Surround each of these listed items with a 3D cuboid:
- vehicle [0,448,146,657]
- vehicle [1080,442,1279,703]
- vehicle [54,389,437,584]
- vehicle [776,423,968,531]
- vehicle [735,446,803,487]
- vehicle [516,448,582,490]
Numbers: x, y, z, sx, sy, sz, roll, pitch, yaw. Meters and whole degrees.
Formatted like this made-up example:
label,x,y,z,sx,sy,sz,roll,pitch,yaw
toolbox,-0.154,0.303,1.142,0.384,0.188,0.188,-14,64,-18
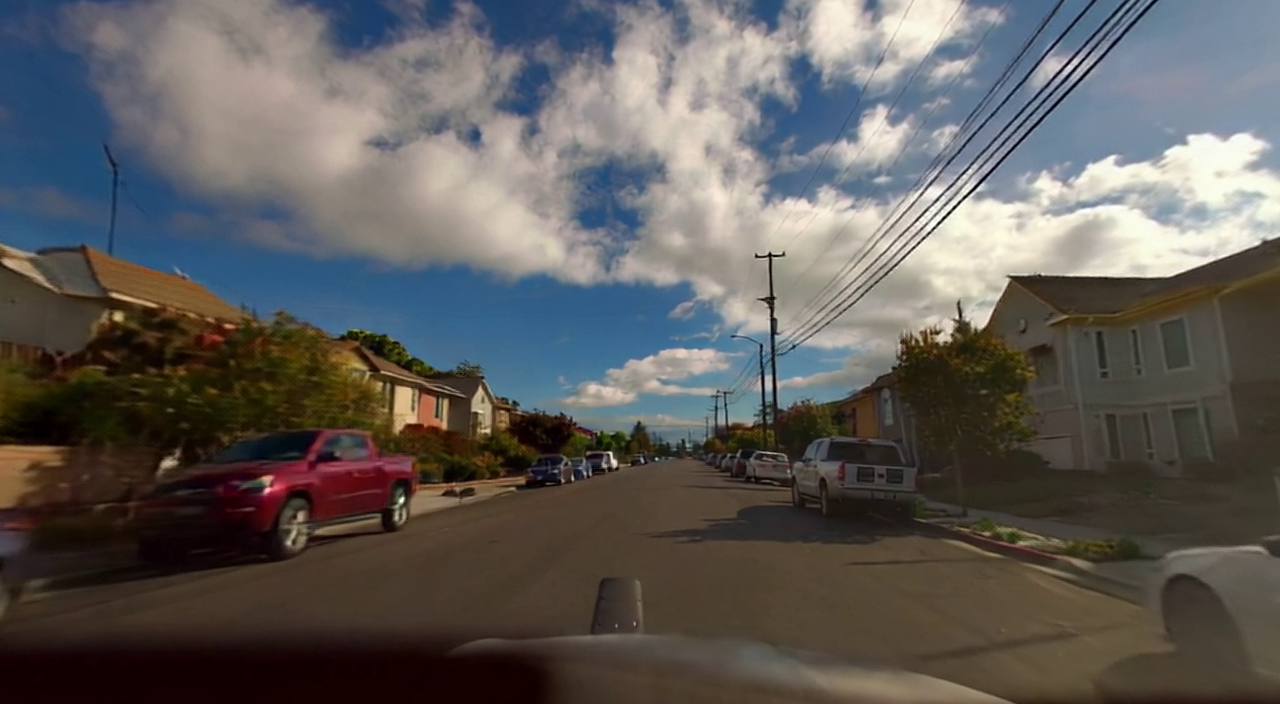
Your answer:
label,x,y,z,sx,sy,sz,roll,pitch,yaw
vehicle,-5.497,1.230,3.397,1.823,1.427,4.407,-3,-11,6
vehicle,4.357,1.128,2.589,1.973,1.517,4.604,-1,-8,3
vehicle,-5.026,1.876,9.238,2.194,1.995,4.814,-3,-10,5
vehicle,5.136,2.853,15.210,2.547,2.075,5.693,0,-8,1
vehicle,6.520,5.803,32.671,2.462,1.894,6.076,0,-8,2
vehicle,-3.837,5.036,27.615,1.971,1.648,4.638,-1,-8,3
